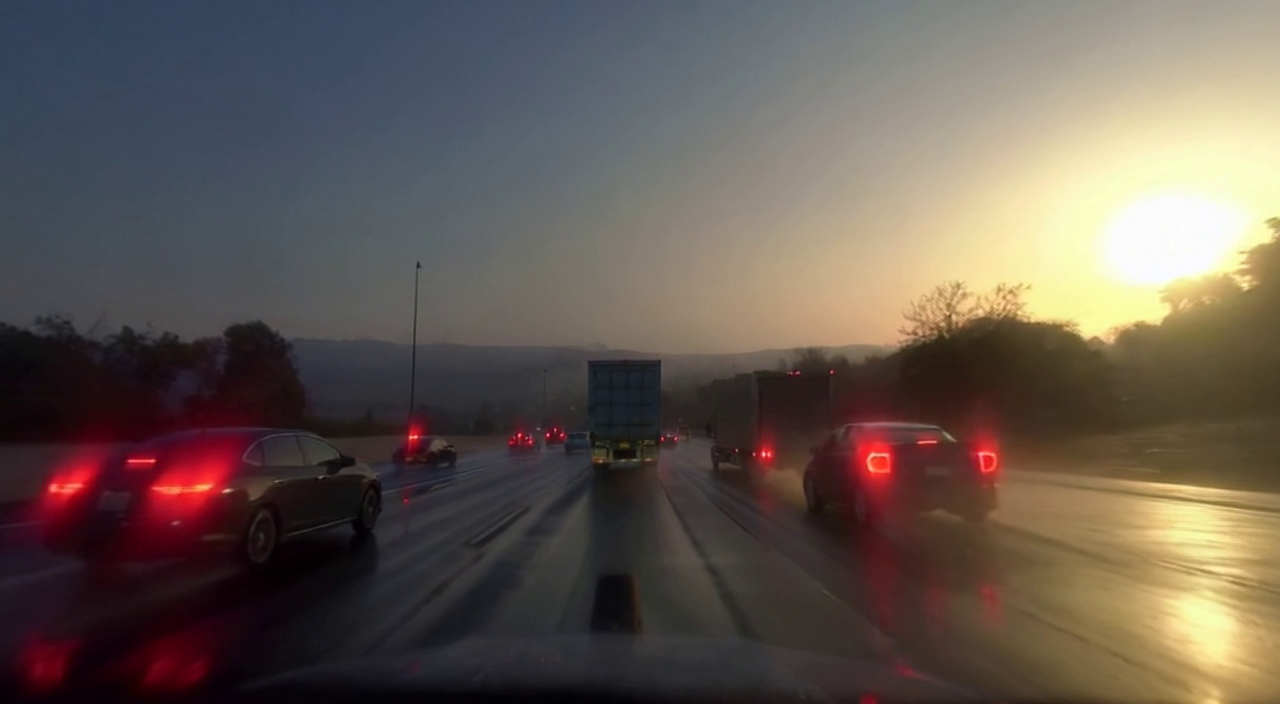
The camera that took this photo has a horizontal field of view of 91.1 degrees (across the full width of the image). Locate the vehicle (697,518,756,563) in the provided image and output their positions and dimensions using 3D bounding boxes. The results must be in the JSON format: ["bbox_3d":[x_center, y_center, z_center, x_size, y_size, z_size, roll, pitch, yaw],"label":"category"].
[{"bbox_3d":[4.798,10.495,35.181,2.835,2.000,2.696,0,-7,-2],"label":"vehicle"}]

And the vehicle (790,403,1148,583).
[{"bbox_3d":[3.313,1.479,7.461,1.976,1.513,4.065,0,-8,-1],"label":"vehicle"}]

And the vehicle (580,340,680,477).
[{"bbox_3d":[-0.437,2.315,23.595,2.938,4.033,9.980,0,-8,-2],"label":"vehicle"}]

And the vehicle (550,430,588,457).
[{"bbox_3d":[-4.536,5.937,40.860,1.986,1.612,4.155,0,-8,0],"label":"vehicle"}]

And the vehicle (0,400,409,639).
[{"bbox_3d":[-3.846,1.313,5.929,1.882,1.493,3.828,0,-8,0],"label":"vehicle"}]

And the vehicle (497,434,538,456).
[{"bbox_3d":[-8.545,6.519,44.291,2.019,1.471,4.347,0,-8,0],"label":"vehicle"}]

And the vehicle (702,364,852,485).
[{"bbox_3d":[5.149,3.358,27.578,2.863,3.936,14.058,0,-8,-3],"label":"vehicle"}]
